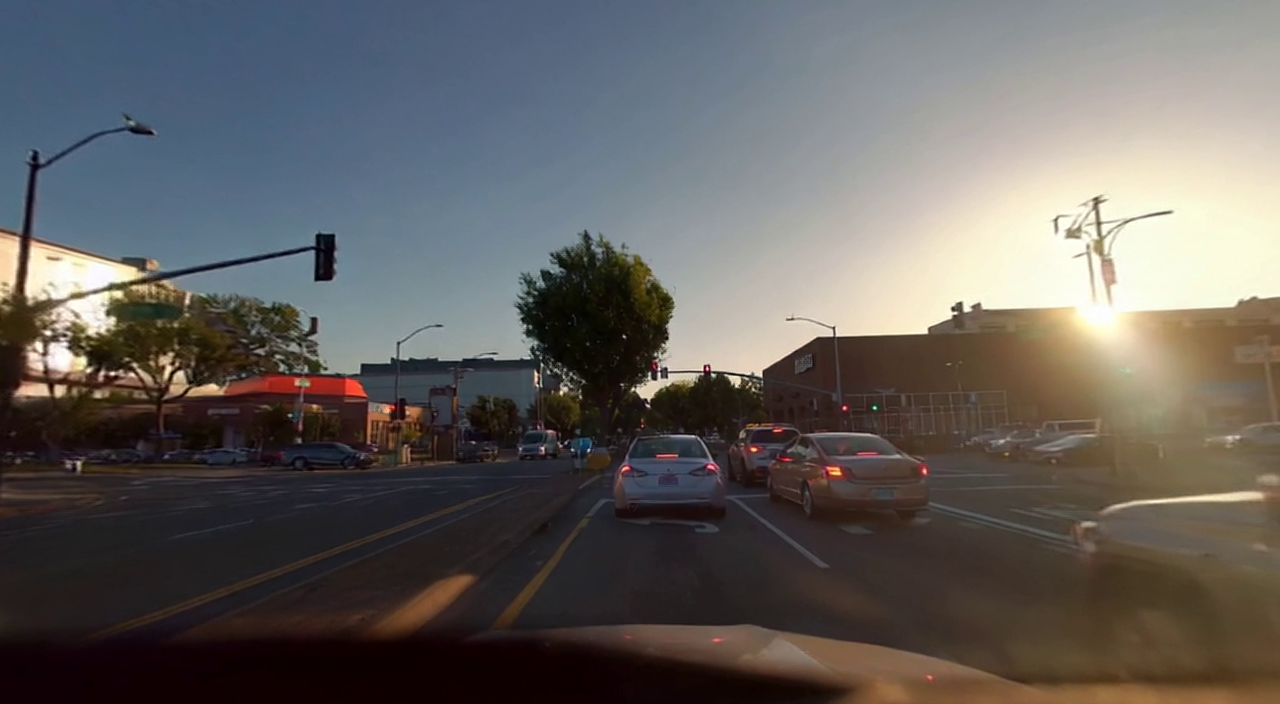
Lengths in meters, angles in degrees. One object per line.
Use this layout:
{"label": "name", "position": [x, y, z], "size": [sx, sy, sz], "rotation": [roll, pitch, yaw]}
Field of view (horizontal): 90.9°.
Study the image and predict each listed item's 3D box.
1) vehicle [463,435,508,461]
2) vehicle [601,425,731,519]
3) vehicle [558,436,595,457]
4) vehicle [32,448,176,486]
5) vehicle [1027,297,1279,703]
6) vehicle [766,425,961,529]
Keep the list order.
{"label": "vehicle", "position": [-11.519, 7.187, 47.378], "size": [2.122, 1.829, 4.559], "rotation": [0, -8, 1]}
{"label": "vehicle", "position": [0.398, 2.218, 12.129], "size": [2.073, 1.496, 3.892], "rotation": [0, -8, -1]}
{"label": "vehicle", "position": [-4.795, 7.257, 48.361], "size": [2.200, 1.480, 4.292], "rotation": [0, -8, 2]}
{"label": "vehicle", "position": [-25.948, 5.564, 30.733], "size": [4.833, 1.701, 2.077], "rotation": [2, -9, -12]}
{"label": "vehicle", "position": [3.122, 0.544, 0.874], "size": [2.038, 1.787, 4.946], "rotation": [0, -8, 1]}
{"label": "vehicle", "position": [3.691, 2.144, 11.431], "size": [1.883, 1.480, 4.489], "rotation": [0, -8, 0]}
